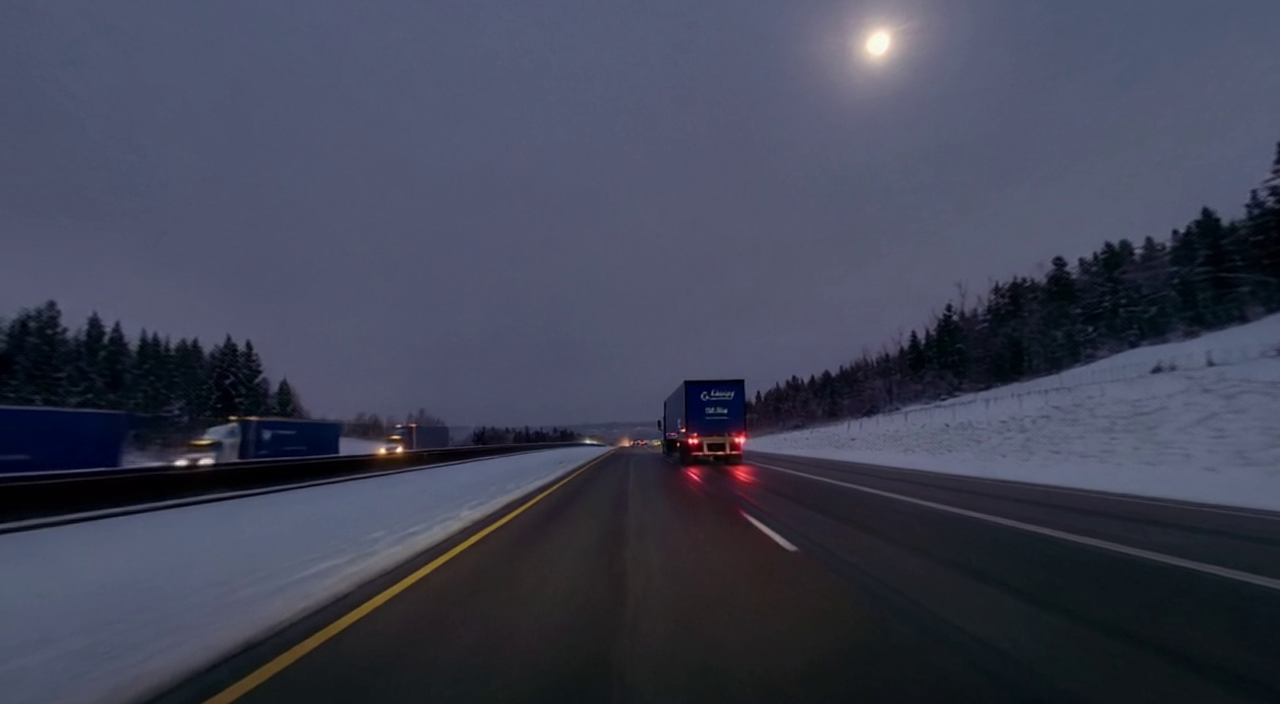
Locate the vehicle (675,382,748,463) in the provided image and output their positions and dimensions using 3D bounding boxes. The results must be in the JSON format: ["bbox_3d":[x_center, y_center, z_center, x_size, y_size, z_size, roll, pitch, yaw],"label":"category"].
[{"bbox_3d":[3.642,3.934,34.299,2.888,3.866,8.380,0,-8,-1],"label":"vehicle"}]

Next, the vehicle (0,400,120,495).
[{"bbox_3d":[-29.800,4.183,27.458,2.944,4.141,14.436,0,-8,-5],"label":"vehicle"}]

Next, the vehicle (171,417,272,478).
[{"bbox_3d":[-30.699,6.964,46.516,2.964,4.145,6.342,0,-7,0],"label":"vehicle"}]
